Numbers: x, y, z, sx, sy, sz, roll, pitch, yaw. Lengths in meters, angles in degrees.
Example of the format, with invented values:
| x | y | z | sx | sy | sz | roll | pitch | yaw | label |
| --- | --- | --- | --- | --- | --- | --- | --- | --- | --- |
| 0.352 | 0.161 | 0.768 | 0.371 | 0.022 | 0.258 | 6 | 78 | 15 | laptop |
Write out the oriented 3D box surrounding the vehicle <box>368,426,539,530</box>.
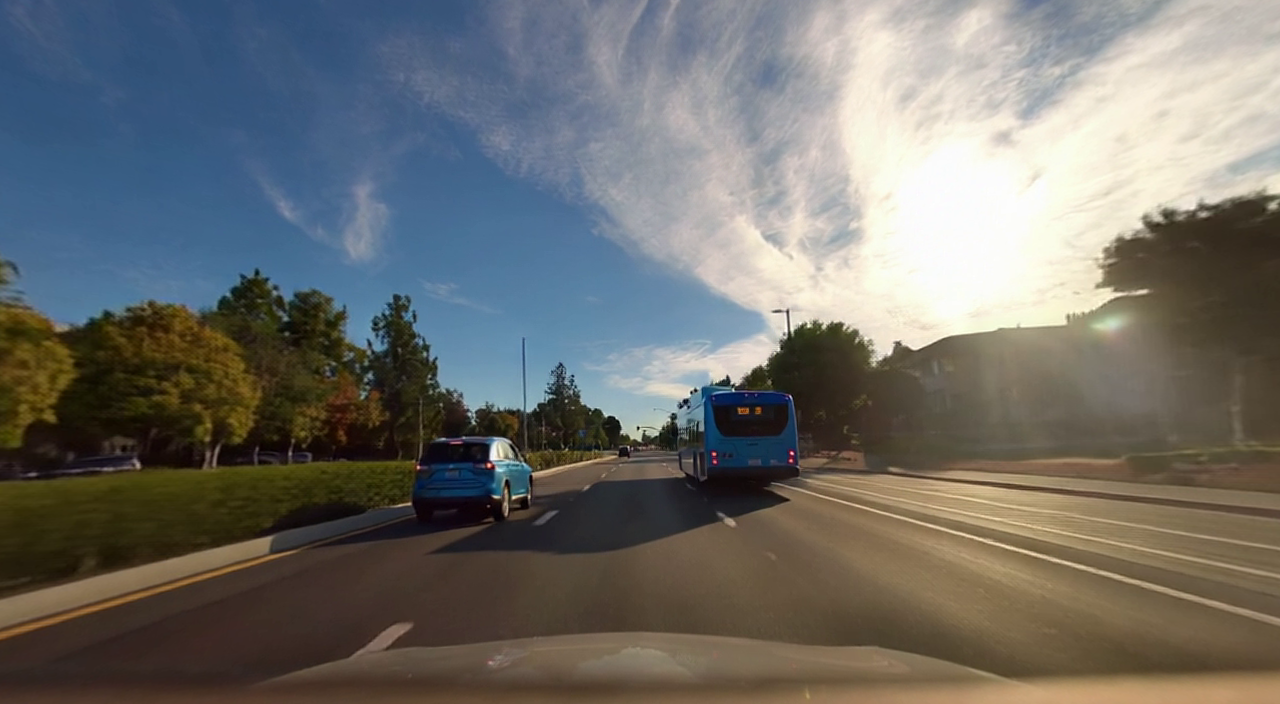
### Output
| x | y | z | sx | sy | sz | roll | pitch | yaw | label |
| --- | --- | --- | --- | --- | --- | --- | --- | --- | --- |
| -3.559 | 2.479 | 13.003 | 2.111 | 1.767 | 4.333 | 0 | -8 | 1 | vehicle |

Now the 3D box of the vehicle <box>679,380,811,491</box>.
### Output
| x | y | z | sx | sy | sz | roll | pitch | yaw | label |
| --- | --- | --- | --- | --- | --- | --- | --- | --- | --- |
| 3.501 | 3.410 | 25.073 | 3.072 | 3.278 | 12.747 | 0 | -8 | 0 | vehicle |

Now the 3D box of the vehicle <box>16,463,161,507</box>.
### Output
| x | y | z | sx | sy | sz | roll | pitch | yaw | label |
| --- | --- | --- | --- | --- | --- | --- | --- | --- | --- |
| -22.110 | 5.326 | 25.453 | 1.812 | 1.476 | 4.383 | 0 | -8 | 2 | vehicle |
